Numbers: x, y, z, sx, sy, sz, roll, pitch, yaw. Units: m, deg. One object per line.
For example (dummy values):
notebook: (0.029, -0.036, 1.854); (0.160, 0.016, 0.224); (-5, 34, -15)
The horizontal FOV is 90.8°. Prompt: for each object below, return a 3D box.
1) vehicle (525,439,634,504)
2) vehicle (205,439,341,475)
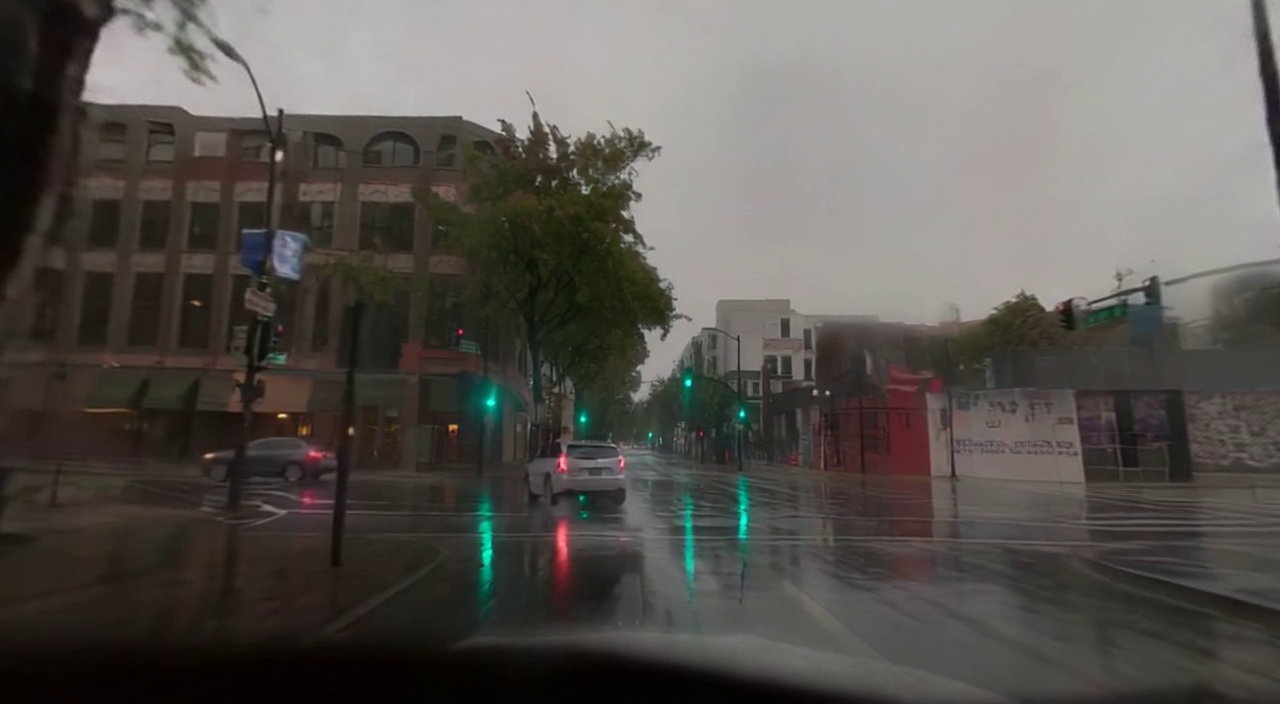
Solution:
vehicle: (-1.795, 3.154, 17.169); (2.106, 1.482, 4.459); (2, -9, -16)
vehicle: (-15.511, 4.448, 26.862); (4.627, 1.468, 1.871); (-1, -9, 3)
